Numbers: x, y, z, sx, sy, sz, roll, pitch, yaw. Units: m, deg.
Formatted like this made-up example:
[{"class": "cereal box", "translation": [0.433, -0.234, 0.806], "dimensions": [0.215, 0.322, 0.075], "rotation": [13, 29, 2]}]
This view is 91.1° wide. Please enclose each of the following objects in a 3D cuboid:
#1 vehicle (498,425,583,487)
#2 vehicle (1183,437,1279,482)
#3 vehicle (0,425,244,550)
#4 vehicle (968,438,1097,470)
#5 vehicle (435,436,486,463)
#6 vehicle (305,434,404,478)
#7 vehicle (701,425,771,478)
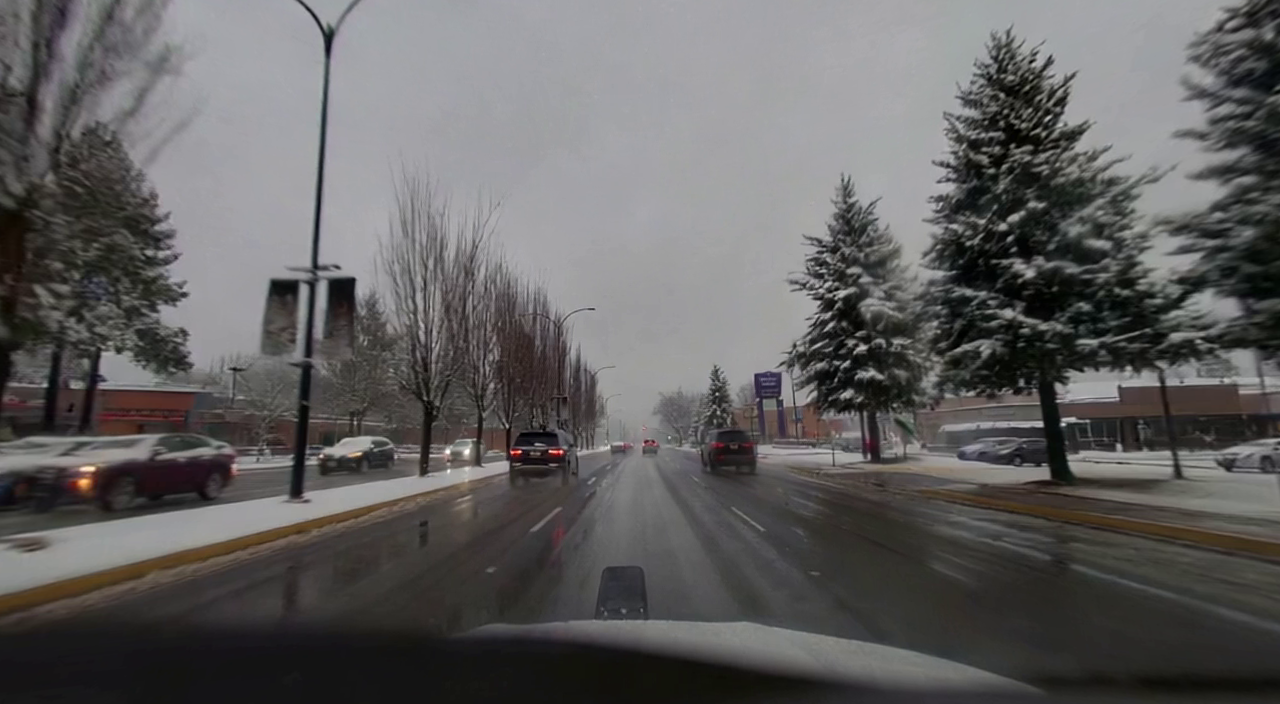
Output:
[{"class": "vehicle", "translation": [-3.119, 3.374, 20.645], "dimensions": [2.014, 1.775, 4.404], "rotation": [0, -8, 1]}, {"class": "vehicle", "translation": [23.103, 3.906, 23.057], "dimensions": [4.497, 1.452, 1.944], "rotation": [-1, -8, -1]}, {"class": "vehicle", "translation": [-8.690, 1.965, 9.657], "dimensions": [2.022, 1.483, 4.909], "rotation": [-2, -8, 0]}, {"class": "vehicle", "translation": [18.475, 4.812, 29.744], "dimensions": [4.642, 1.450, 2.087], "rotation": [0, -8, 2]}, {"class": "vehicle", "translation": [-11.978, 6.539, 42.212], "dimensions": [2.023, 1.729, 4.478], "rotation": [0, -8, 1]}, {"class": "vehicle", "translation": [-12.006, 4.392, 26.750], "dimensions": [1.998, 1.705, 4.465], "rotation": [0, -8, 2]}, {"class": "vehicle", "translation": [3.753, 3.977, 25.273], "dimensions": [2.024, 1.921, 4.431], "rotation": [0, -8, -1]}]
